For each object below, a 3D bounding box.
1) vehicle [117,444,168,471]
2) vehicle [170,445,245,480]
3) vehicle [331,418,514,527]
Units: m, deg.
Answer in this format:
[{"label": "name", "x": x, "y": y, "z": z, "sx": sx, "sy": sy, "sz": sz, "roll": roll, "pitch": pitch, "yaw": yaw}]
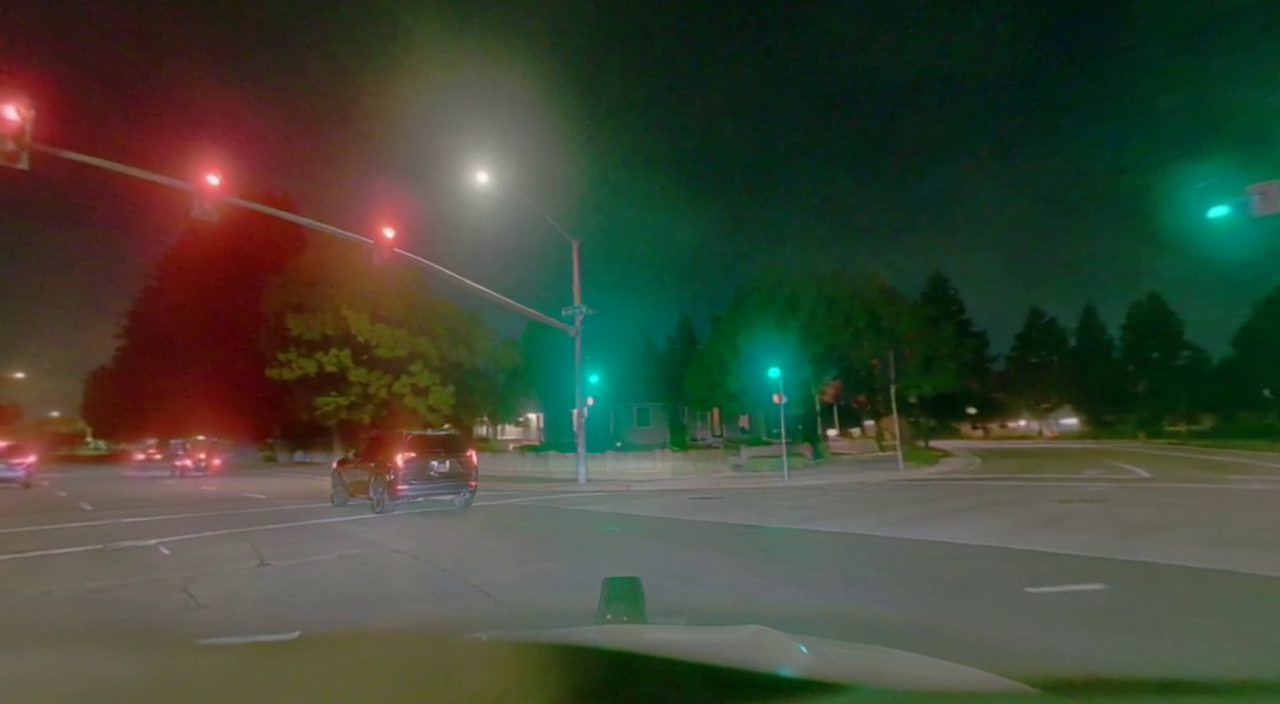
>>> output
[{"label": "vehicle", "x": -30.810, "y": 6.495, "z": 38.952, "sx": 3.759, "sy": 1.520, "sz": 1.854, "roll": -8, "pitch": -12, "yaw": 43}, {"label": "vehicle", "x": -19.714, "y": 4.963, "z": 28.650, "sx": 1.983, "sy": 1.433, "sz": 4.558, "roll": 8, "pitch": -12, "yaw": -43}, {"label": "vehicle", "x": -4.720, "y": 2.415, "z": 13.237, "sx": 2.141, "sy": 1.833, "sz": 4.704, "roll": 6, "pitch": -11, "yaw": -38}]
